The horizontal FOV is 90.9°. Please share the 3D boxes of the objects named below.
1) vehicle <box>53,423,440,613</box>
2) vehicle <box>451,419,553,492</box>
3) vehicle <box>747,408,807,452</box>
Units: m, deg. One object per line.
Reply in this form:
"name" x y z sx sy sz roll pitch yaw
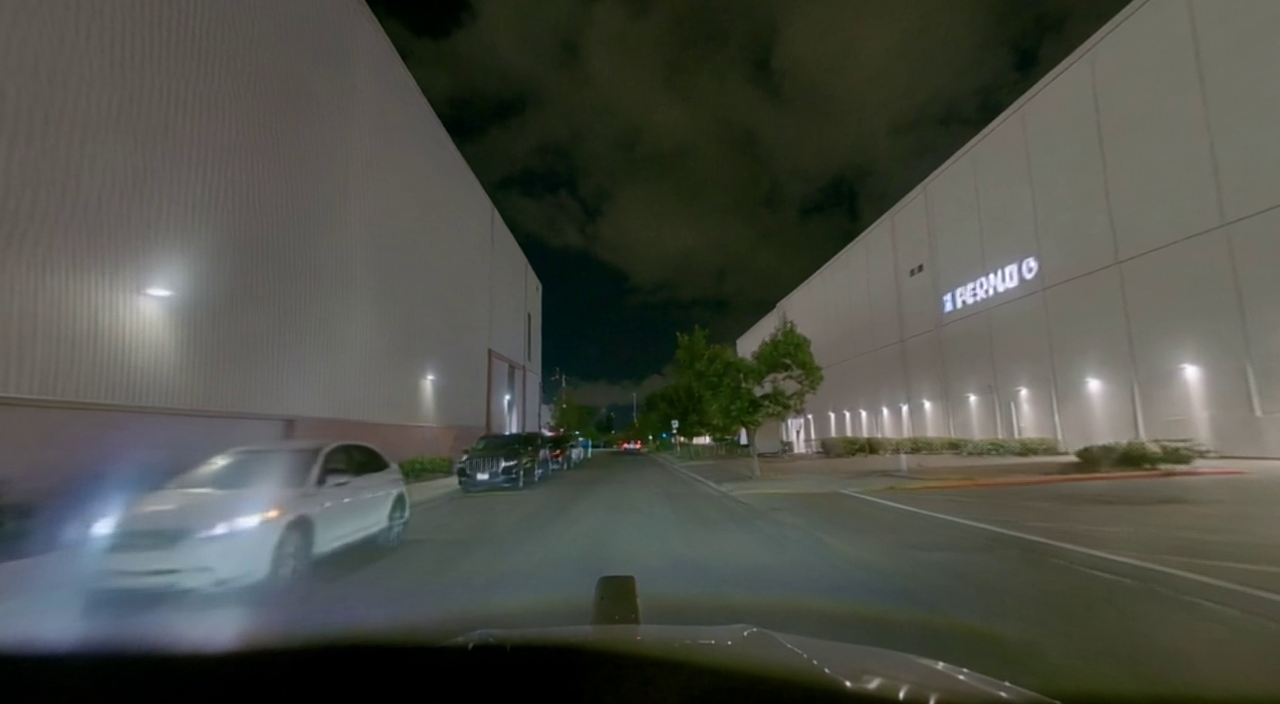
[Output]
"vehicle" -4.160 1.809 7.791 2.040 1.501 4.440 -4 -9 -2
"vehicle" -4.143 3.259 19.777 2.161 1.843 5.181 -4 -10 -2
"vehicle" 10.291 6.007 48.155 2.622 3.108 7.053 0 -8 -3
